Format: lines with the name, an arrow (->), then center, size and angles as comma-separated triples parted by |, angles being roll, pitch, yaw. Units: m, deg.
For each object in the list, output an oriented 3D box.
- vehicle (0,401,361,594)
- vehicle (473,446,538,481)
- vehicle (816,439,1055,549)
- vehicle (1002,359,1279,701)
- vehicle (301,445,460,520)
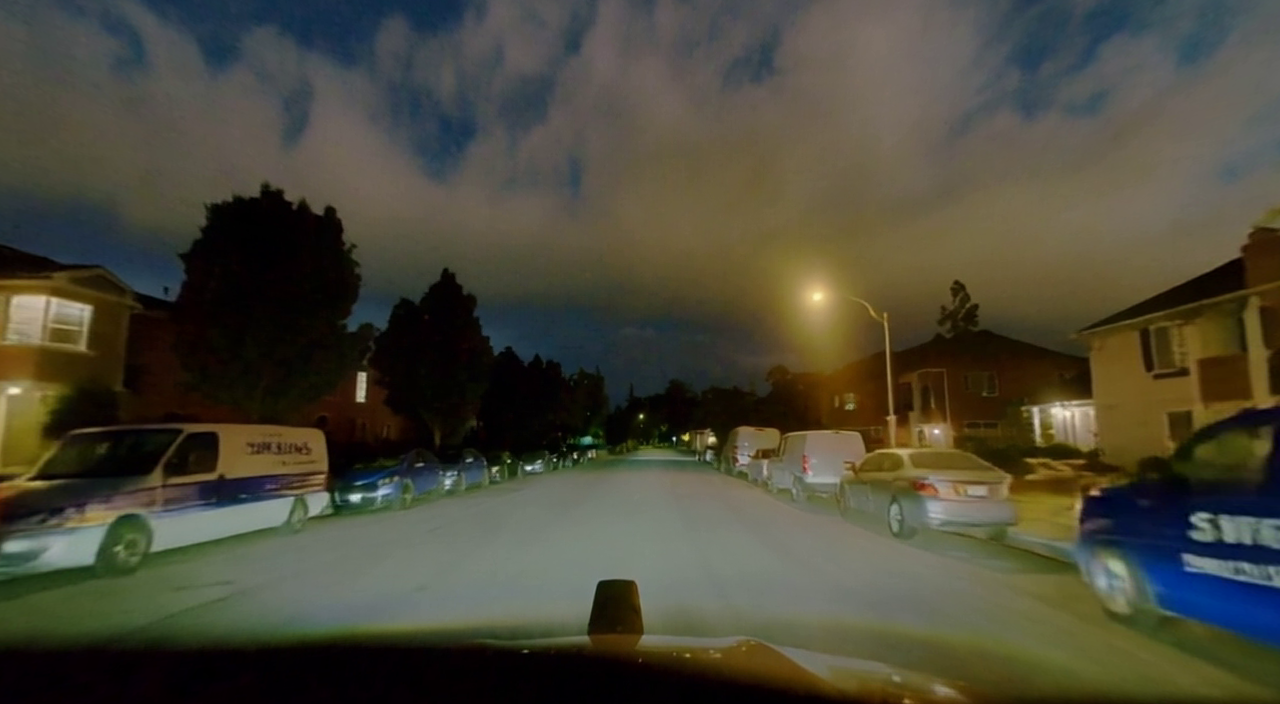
vehicle -> -6.685, 1.948, 9.602 | 2.085, 1.997, 5.755 | -2, -8, 2
vehicle -> -6.182, 5.151, 29.637 | 1.869, 1.467, 4.921 | -1, -8, 2
vehicle -> 4.566, 2.224, 10.687 | 1.811, 1.439, 4.521 | 0, -8, -1
vehicle -> 4.429, 0.961, 3.430 | 1.985, 1.819, 5.163 | 0, -8, 2
vehicle -> -6.265, 3.157, 15.978 | 1.840, 1.476, 4.739 | -2, -8, 3
